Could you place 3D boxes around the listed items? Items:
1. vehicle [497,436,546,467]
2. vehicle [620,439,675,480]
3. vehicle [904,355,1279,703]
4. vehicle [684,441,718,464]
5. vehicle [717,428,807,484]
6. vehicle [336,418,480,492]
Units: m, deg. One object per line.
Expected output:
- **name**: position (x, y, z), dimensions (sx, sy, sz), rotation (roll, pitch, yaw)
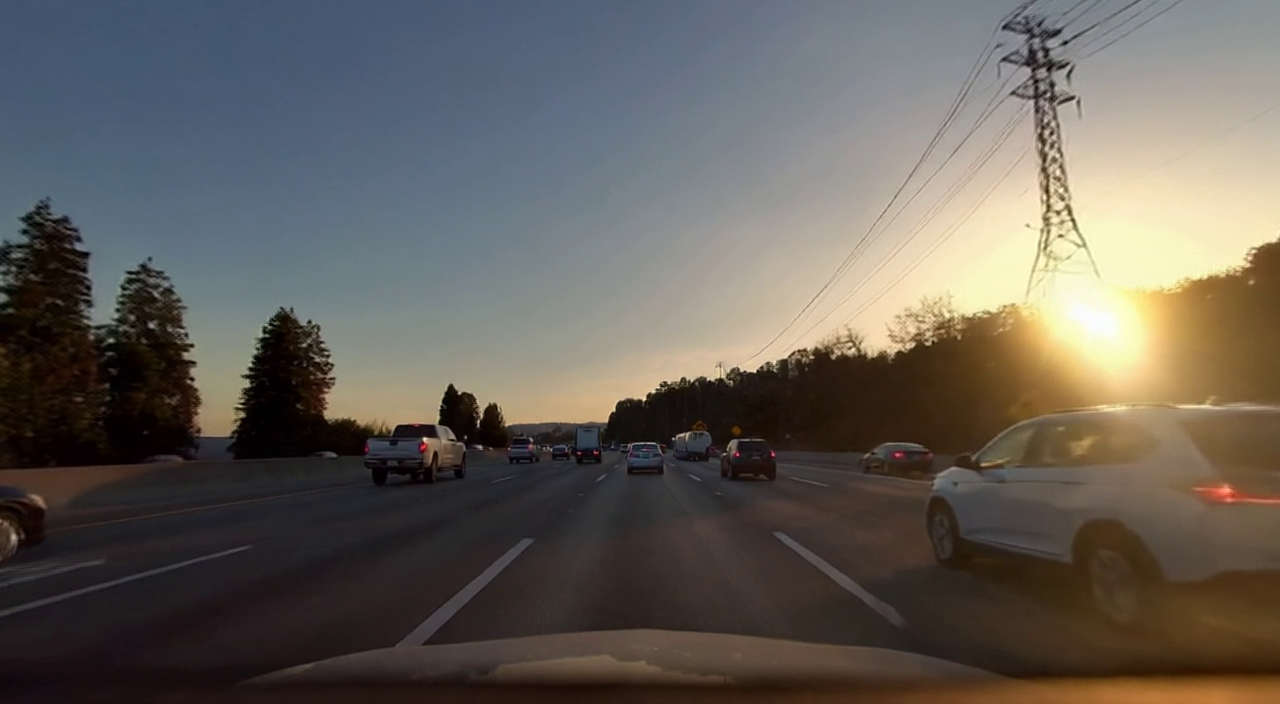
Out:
- **vehicle**: position (-6.919, 5.873, 37.313), dimensions (1.978, 1.680, 4.263), rotation (0, -9, 1)
- **vehicle**: position (0.276, 4.173, 24.696), dimensions (1.966, 1.444, 3.986), rotation (0, -9, 0)
- **vehicle**: position (3.977, 1.160, 4.878), dimensions (2.002, 1.691, 4.290), rotation (0, -9, 0)
- **vehicle**: position (4.078, 6.821, 42.915), dimensions (1.895, 1.429, 3.908), rotation (0, -9, -1)
- **vehicle**: position (4.212, 3.678, 22.575), dimensions (2.195, 1.778, 4.455), rotation (0, -9, -2)
- **vehicle**: position (-6.922, 3.175, 19.740), dimensions (2.269, 1.936, 5.777), rotation (0, -9, 0)
